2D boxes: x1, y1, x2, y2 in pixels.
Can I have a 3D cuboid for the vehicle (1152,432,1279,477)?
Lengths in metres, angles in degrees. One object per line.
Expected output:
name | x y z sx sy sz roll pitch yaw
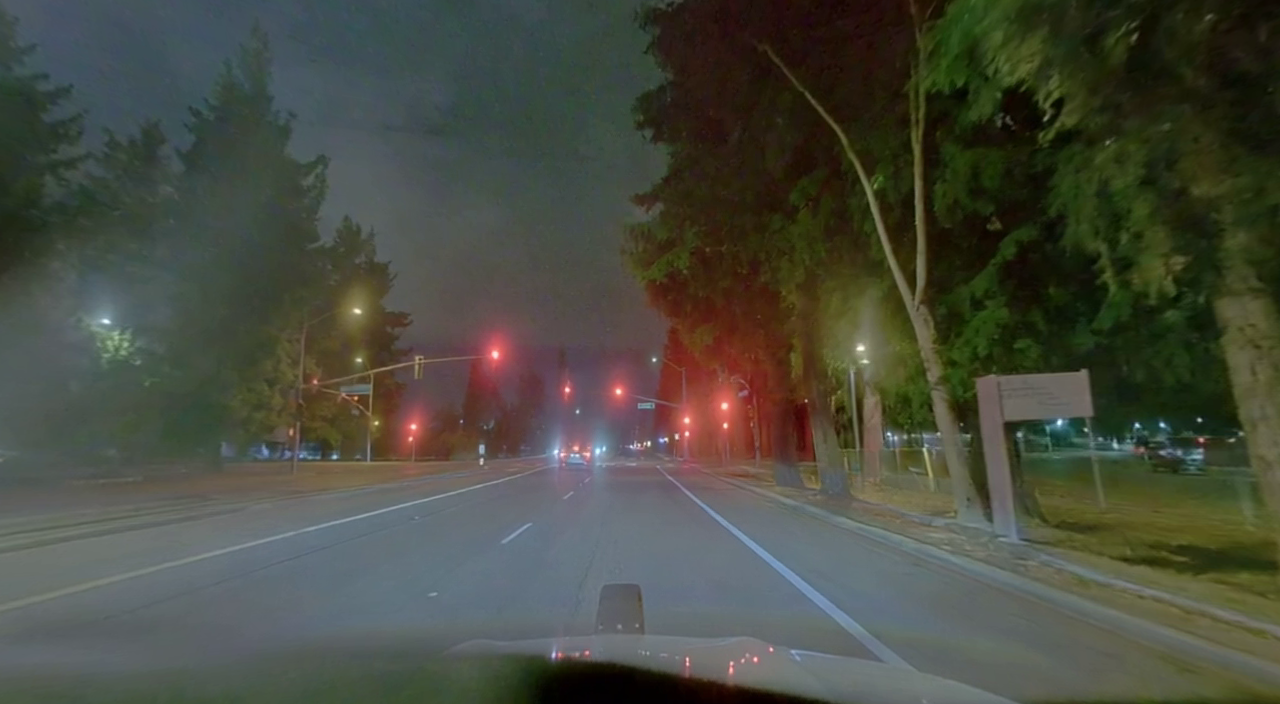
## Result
vehicle | 26.661 4.653 28.694 4.641 1.714 2.065 -7 -10 18

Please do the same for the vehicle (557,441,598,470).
vehicle | -3.695 6.200 38.074 2.076 1.599 4.483 0 -9 -1
